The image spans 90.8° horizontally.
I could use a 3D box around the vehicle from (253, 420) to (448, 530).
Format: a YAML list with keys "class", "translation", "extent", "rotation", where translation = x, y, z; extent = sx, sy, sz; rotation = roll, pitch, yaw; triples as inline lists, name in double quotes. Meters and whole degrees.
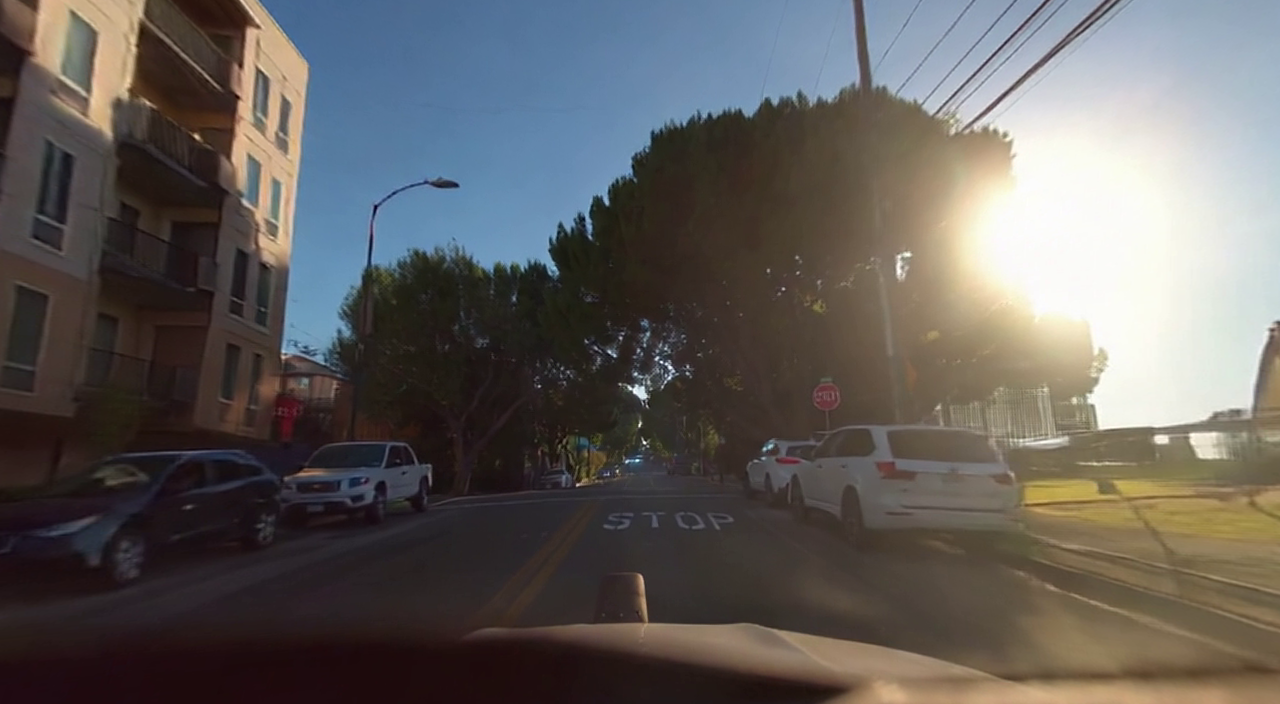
- class: "vehicle"
  translation: [-6.117, 2.738, 14.249]
  extent: [2.076, 1.913, 5.060]
  rotation: [-3, -10, -1]

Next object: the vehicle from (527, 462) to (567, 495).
- class: "vehicle"
  translation: [-5.894, 8.030, 40.351]
  extent: [1.987, 1.662, 4.141]
  rotation: [-2, -7, -1]

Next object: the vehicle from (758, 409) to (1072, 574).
- class: "vehicle"
  translation: [3.337, 1.800, 8.984]
  extent: [2.154, 1.699, 4.591]
  rotation: [0, -8, -4]

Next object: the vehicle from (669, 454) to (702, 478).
- class: "vehicle"
  translation: [3.376, 8.653, 48.001]
  extent: [2.051, 1.526, 4.673]
  rotation: [0, -7, -2]

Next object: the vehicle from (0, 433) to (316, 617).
- class: "vehicle"
  translation: [-6.295, 1.927, 8.003]
  extent: [2.069, 1.647, 4.359]
  rotation: [-2, -8, 0]
